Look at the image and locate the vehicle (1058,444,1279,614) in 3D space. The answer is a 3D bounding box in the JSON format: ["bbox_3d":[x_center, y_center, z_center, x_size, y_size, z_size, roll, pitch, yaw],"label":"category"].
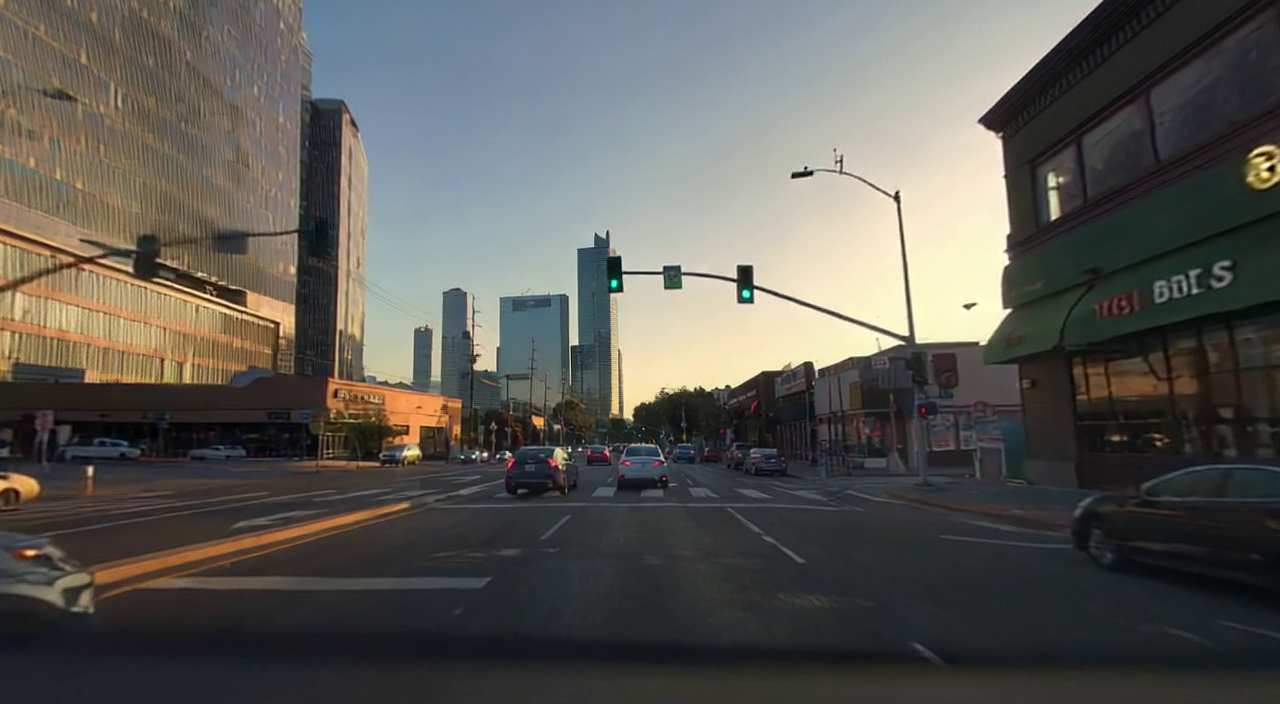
[{"bbox_3d":[6.470,1.597,5.911,1.899,1.453,4.610,0,-8,0],"label":"vehicle"}]

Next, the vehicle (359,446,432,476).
[{"bbox_3d":[-14.893,6.630,38.715,2.161,1.704,4.554,-1,-9,8],"label":"vehicle"}]

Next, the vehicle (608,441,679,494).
[{"bbox_3d":[0.115,3.638,20.243,2.037,1.484,4.073,0,-8,1],"label":"vehicle"}]

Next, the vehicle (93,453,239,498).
[{"bbox_3d":[-18.023,4.621,23.953,5.163,1.510,2.174,-4,-9,26],"label":"vehicle"}]

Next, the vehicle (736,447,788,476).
[{"bbox_3d":[6.688,6.040,34.992,1.944,1.462,4.406,0,-8,0],"label":"vehicle"}]

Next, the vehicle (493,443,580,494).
[{"bbox_3d":[-3.236,3.722,20.553,1.950,1.450,4.257,-1,-8,2],"label":"vehicle"}]
